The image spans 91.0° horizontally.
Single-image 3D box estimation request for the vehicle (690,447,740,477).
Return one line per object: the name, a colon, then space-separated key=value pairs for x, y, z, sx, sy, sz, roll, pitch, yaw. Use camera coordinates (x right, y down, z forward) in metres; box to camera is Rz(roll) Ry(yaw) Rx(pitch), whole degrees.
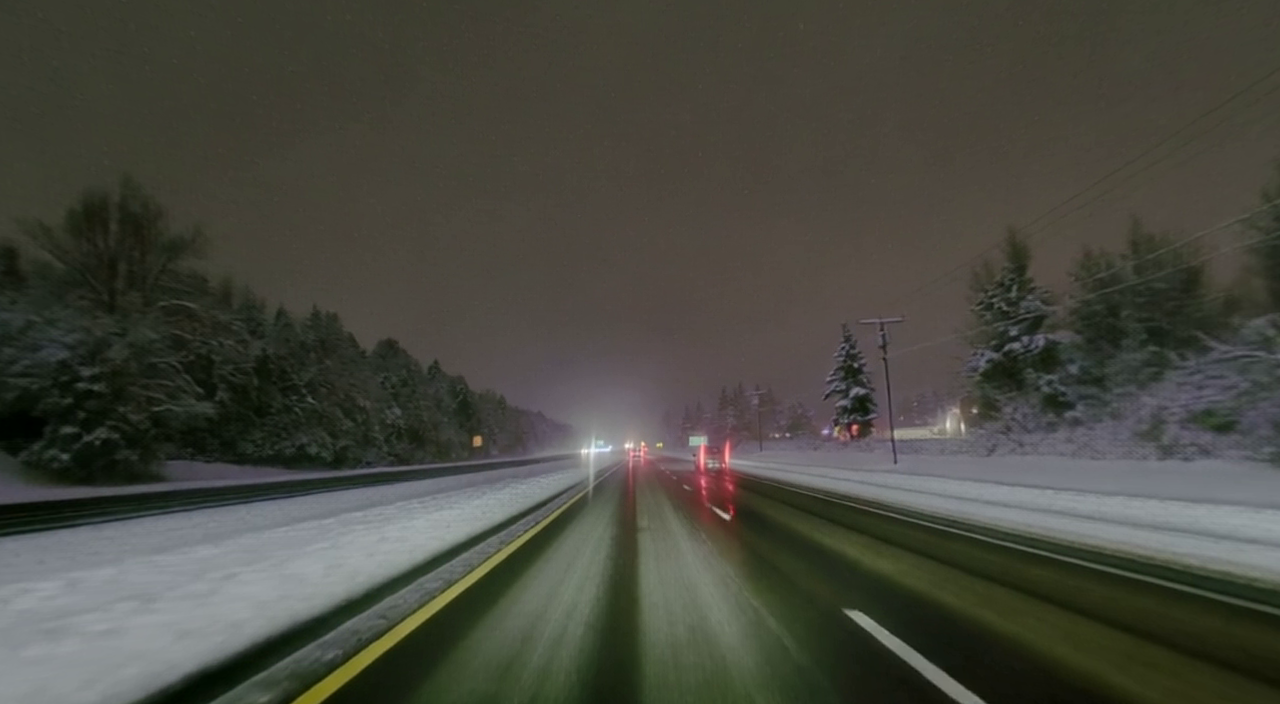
vehicle: x=3.955 y=5.919 z=34.070 sx=2.115 sy=1.522 sz=4.330 roll=0 pitch=-9 yaw=-1
